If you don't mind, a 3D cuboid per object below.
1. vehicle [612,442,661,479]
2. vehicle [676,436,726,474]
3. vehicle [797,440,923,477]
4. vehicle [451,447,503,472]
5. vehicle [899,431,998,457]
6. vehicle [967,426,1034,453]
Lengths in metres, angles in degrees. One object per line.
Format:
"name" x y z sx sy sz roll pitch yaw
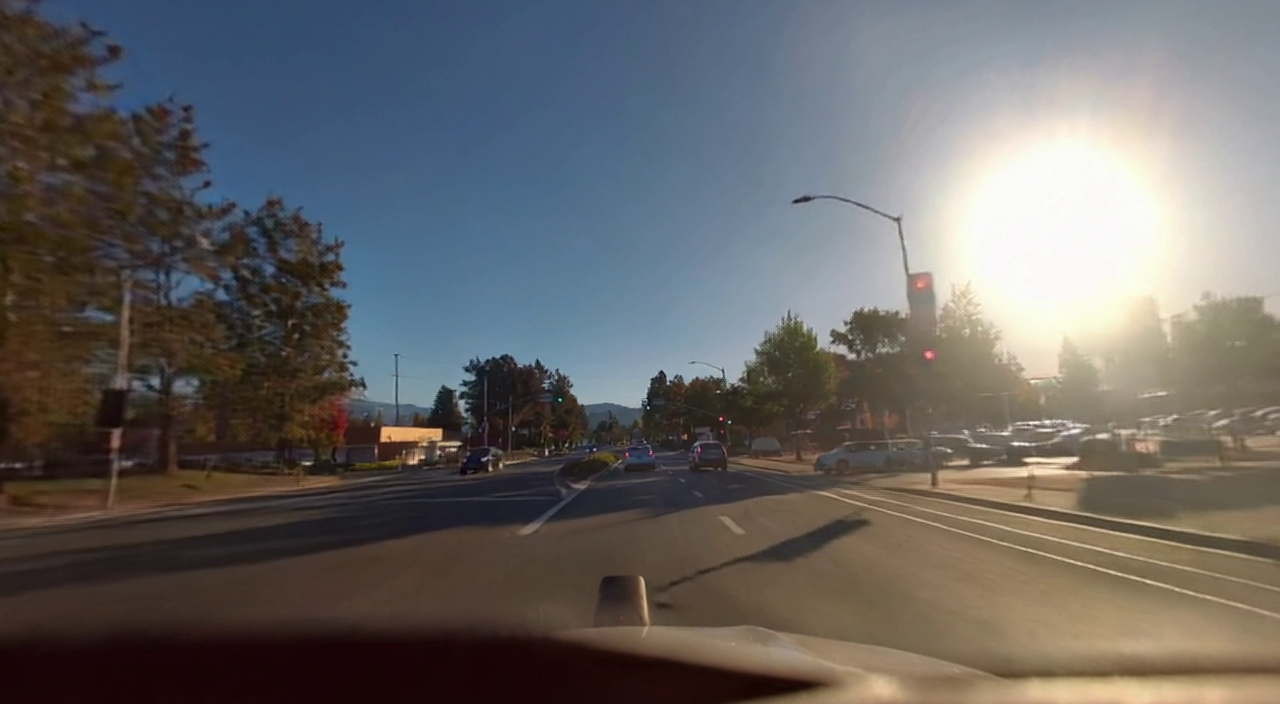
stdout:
"vehicle" -0.149 4.624 27.163 1.917 1.418 3.987 0 -9 0
"vehicle" 3.014 5.225 32.218 2.046 1.768 4.370 0 -9 -1
"vehicle" 9.302 4.555 27.062 4.662 1.495 1.998 -1 -9 5
"vehicle" -10.129 6.715 39.561 2.033 1.439 4.567 0 -9 0
"vehicle" 18.183 5.456 37.407 4.793 1.470 1.961 0 -9 1
"vehicle" 23.979 5.840 42.205 1.956 1.626 4.151 1 -8 0
